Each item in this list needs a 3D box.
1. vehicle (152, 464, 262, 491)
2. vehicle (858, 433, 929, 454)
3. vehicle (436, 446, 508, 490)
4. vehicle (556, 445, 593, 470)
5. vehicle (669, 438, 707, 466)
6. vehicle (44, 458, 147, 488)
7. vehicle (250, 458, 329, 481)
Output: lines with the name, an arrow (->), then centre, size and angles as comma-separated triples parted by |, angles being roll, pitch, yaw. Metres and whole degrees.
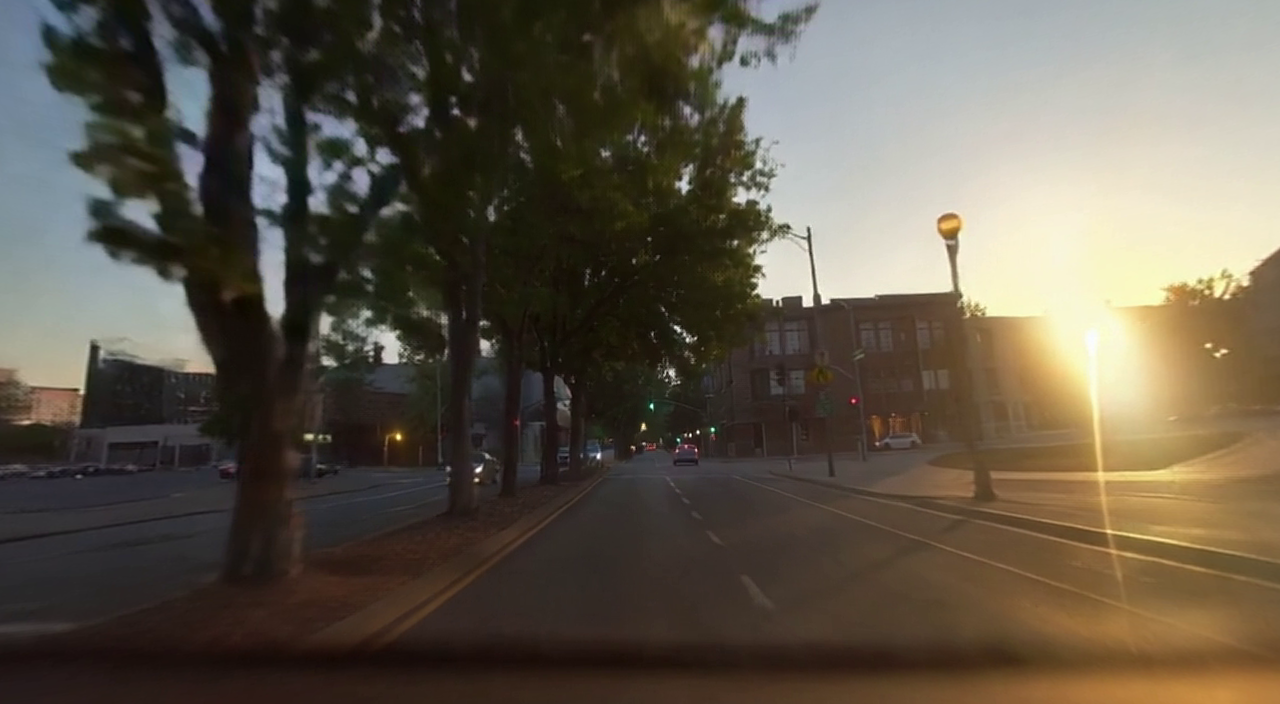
vehicle -> -24.880, 7.219, 36.336 | 4.815, 1.469, 2.056 | 0, -9, 1
vehicle -> 18.975, 6.871, 47.254 | 4.459, 1.525, 1.956 | 0, -9, 0
vehicle -> -7.535, 5.214, 28.745 | 1.962, 1.807, 4.541 | 0, -9, 1
vehicle -> -4.522, 7.329, 44.102 | 1.991, 1.614, 4.718 | 0, -9, 1
vehicle -> 3.068, 6.586, 41.486 | 2.129, 1.719, 4.205 | 0, -9, 0
vehicle -> -35.228, 7.832, 40.881 | 4.673, 1.771, 2.118 | 1, -10, 2
vehicle -> -24.519, 8.222, 44.184 | 4.359, 1.457, 2.043 | 0, -9, 2
